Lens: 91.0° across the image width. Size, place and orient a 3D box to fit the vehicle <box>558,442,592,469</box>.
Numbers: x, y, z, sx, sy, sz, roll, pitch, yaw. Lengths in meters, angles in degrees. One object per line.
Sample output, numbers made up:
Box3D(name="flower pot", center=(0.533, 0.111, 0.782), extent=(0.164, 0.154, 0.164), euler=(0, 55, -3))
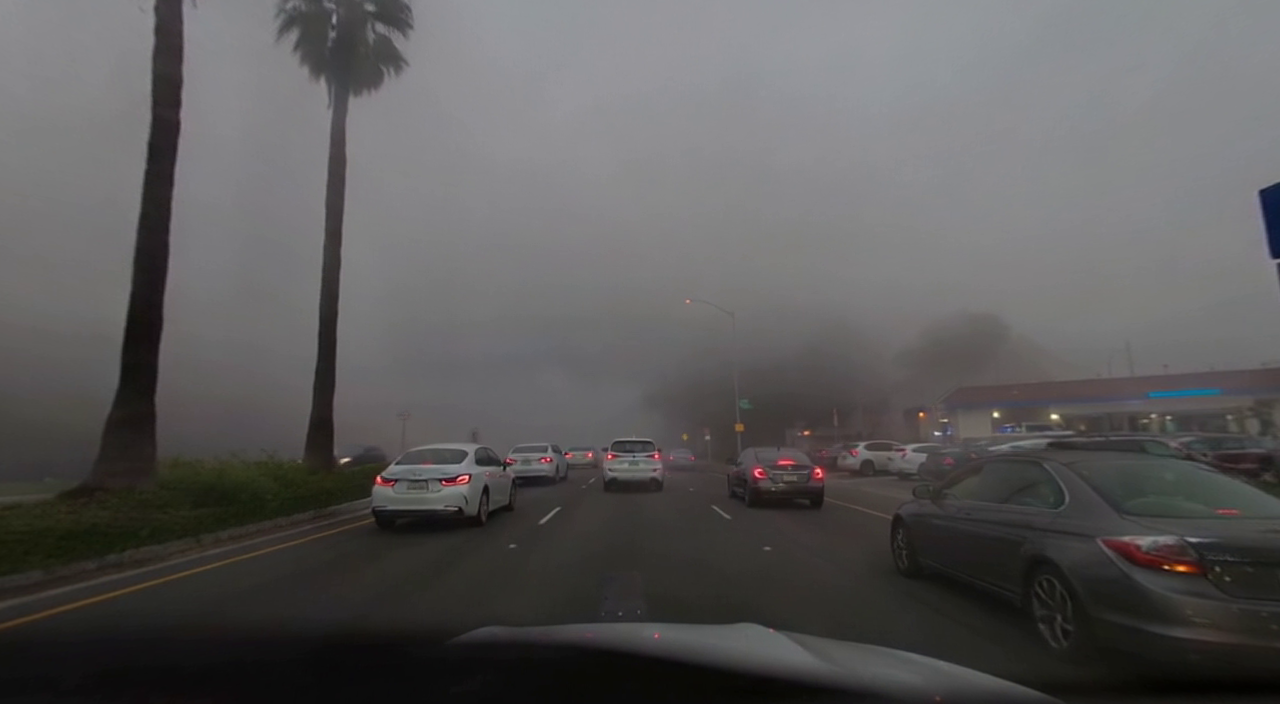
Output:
Box3D(name="vehicle", center=(-4.127, 6.614, 40.454), extent=(1.871, 1.673, 3.920), euler=(0, -8, -1))

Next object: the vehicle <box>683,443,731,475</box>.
Box3D(name="vehicle", center=(3.367, 5.432, 32.226), extent=(1.880, 1.476, 3.932), euler=(0, -8, -2))

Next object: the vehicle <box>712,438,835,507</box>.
Box3D(name="vehicle", center=(3.147, 2.942, 15.911), extent=(1.977, 1.480, 4.589), euler=(0, -8, -2))

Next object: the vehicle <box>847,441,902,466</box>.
Box3D(name="vehicle", center=(13.788, 5.980, 37.279), extent=(1.833, 1.392, 3.588), euler=(0, -8, -1))

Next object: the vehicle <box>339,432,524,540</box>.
Box3D(name="vehicle", center=(-3.334, 2.201, 11.032), extent=(1.864, 1.505, 4.202), euler=(0, -8, -1))

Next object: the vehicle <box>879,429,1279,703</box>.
Box3D(name="vehicle", center=(3.612, 1.357, 4.697), extent=(1.867, 1.448, 4.436), euler=(0, -8, 0))

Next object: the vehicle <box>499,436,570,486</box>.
Box3D(name="vehicle", center=(-3.859, 4.056, 23.799), extent=(1.932, 1.695, 4.235), euler=(0, -8, 0))

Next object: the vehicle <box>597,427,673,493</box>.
Box3D(name="vehicle", center=(-0.145, 3.384, 20.056), extent=(2.164, 1.867, 4.254), euler=(0, -8, 0))
